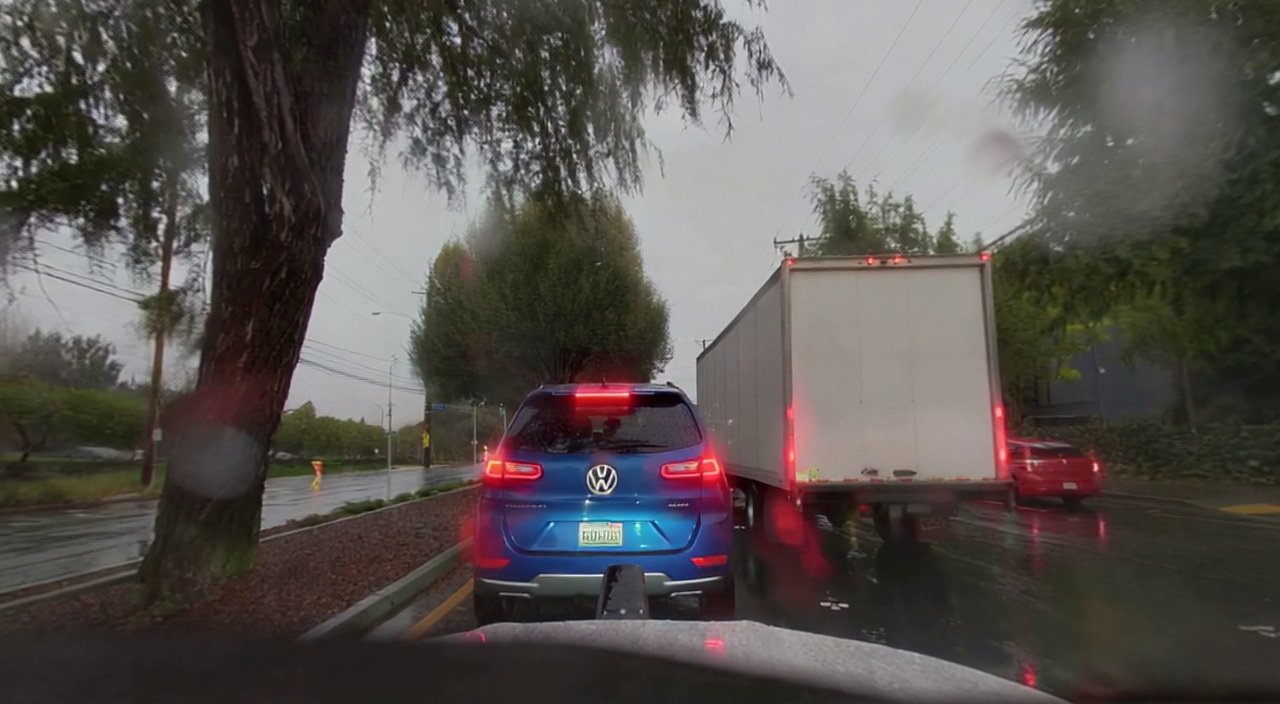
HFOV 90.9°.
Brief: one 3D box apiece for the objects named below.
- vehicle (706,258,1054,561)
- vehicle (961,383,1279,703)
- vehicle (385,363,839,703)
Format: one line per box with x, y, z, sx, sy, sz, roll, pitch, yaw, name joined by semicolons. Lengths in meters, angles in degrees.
3.229;1.254;11.817;2.915;3.559;8.848;0;-8;0;vehicle
2.831;0.743;1.192;1.971;1.484;4.728;0;-8;0;vehicle
-0.127;1.224;5.135;2.114;1.732;4.230;0;-8;0;vehicle
